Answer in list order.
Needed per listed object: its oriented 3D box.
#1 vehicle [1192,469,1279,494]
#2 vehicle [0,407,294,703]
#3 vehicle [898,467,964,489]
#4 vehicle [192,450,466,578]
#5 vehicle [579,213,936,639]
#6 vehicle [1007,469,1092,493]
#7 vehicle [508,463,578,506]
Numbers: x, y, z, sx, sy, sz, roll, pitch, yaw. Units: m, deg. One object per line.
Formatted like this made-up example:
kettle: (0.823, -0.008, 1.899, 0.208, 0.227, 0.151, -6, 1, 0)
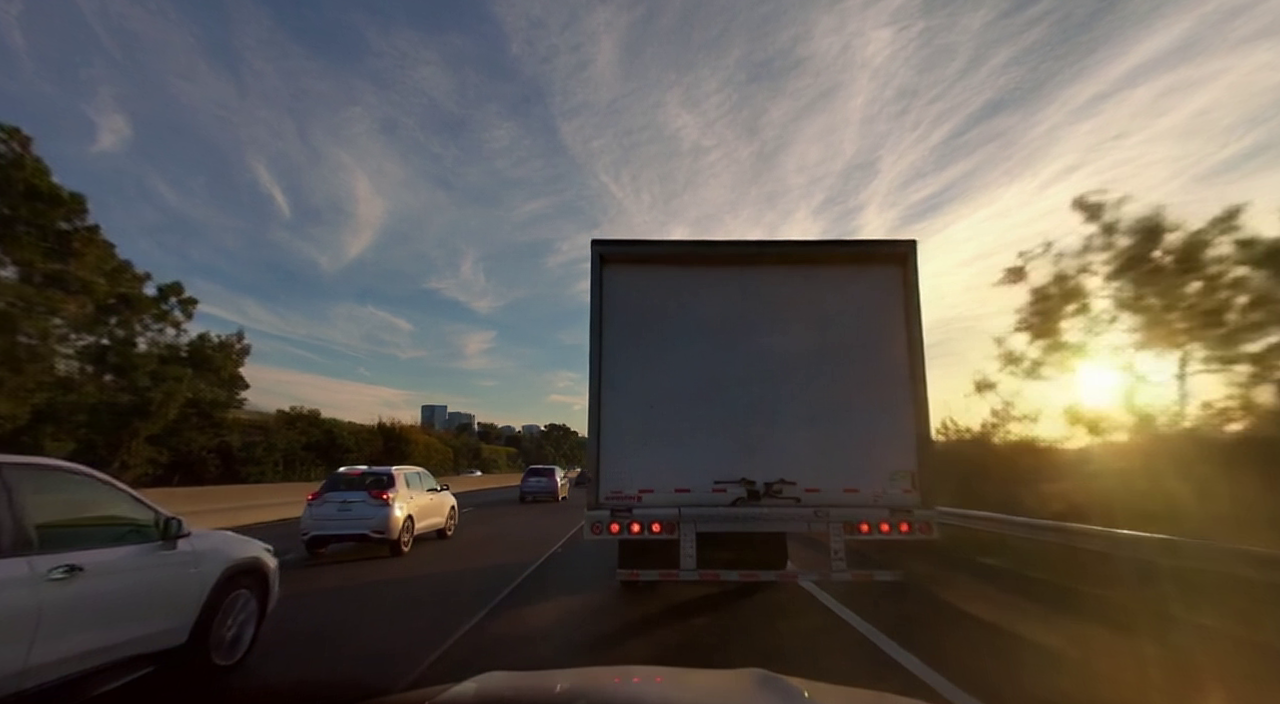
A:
vehicle: (37.975, 8.204, 39.983, 3.974, 1.485, 1.709, 0, -11, 4)
vehicle: (-3.474, 0.892, 2.025, 1.983, 1.509, 4.679, 0, -11, 1)
vehicle: (21.451, 9.263, 46.490, 4.107, 1.485, 1.796, -6, -13, 33)
vehicle: (-4.301, 2.338, 9.736, 1.946, 1.469, 4.431, 1, -11, 0)
vehicle: (0.871, 1.318, 9.561, 2.831, 3.529, 8.689, 1, -11, -1)
vehicle: (27.106, 8.522, 41.861, 4.299, 1.465, 1.807, -3, -11, 20)
vehicle: (-3.710, 5.192, 24.970, 1.964, 1.482, 4.371, 0, -11, 1)
